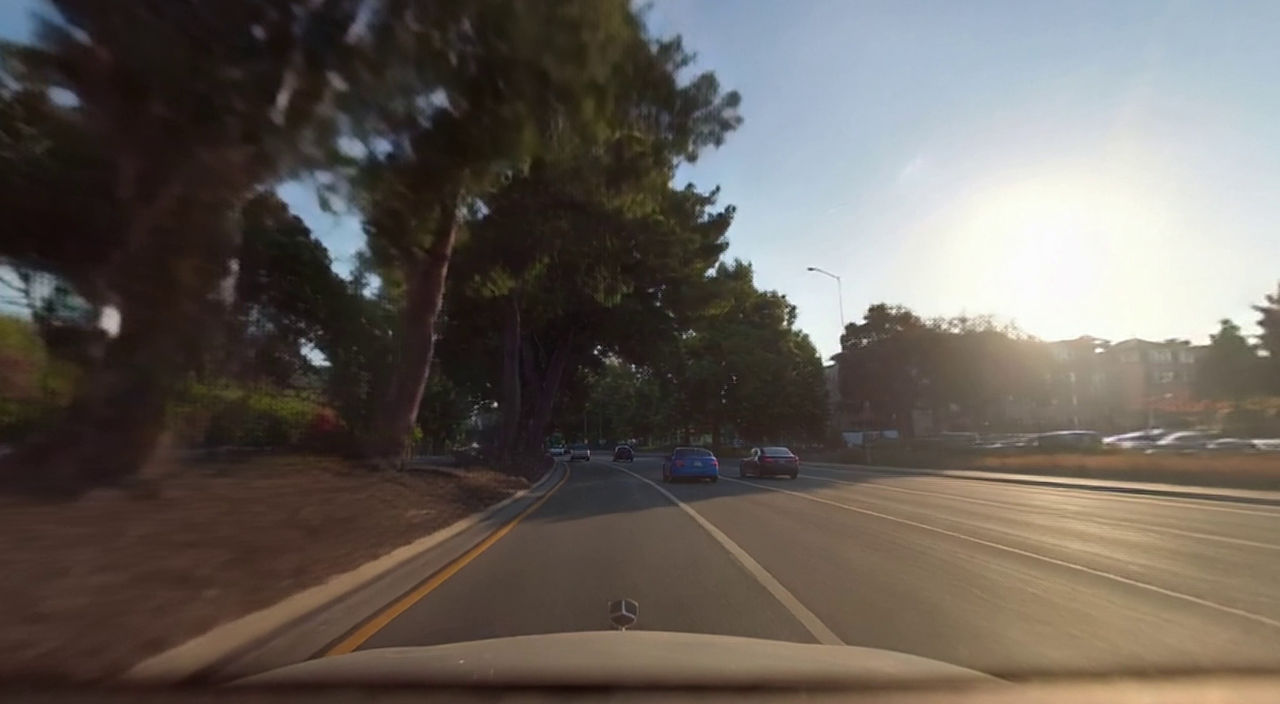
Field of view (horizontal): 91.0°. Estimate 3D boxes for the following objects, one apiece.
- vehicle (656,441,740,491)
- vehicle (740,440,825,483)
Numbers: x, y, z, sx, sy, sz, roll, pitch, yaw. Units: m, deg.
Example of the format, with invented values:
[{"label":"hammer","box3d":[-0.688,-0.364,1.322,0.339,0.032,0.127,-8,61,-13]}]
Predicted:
[{"label":"vehicle","box3d":[1.801,3.742,21.069,2.077,1.464,4.134,1,-8,-5]},{"label":"vehicle","box3d":[5.263,4.105,23.910,1.901,1.474,4.363,1,-8,-5]}]
